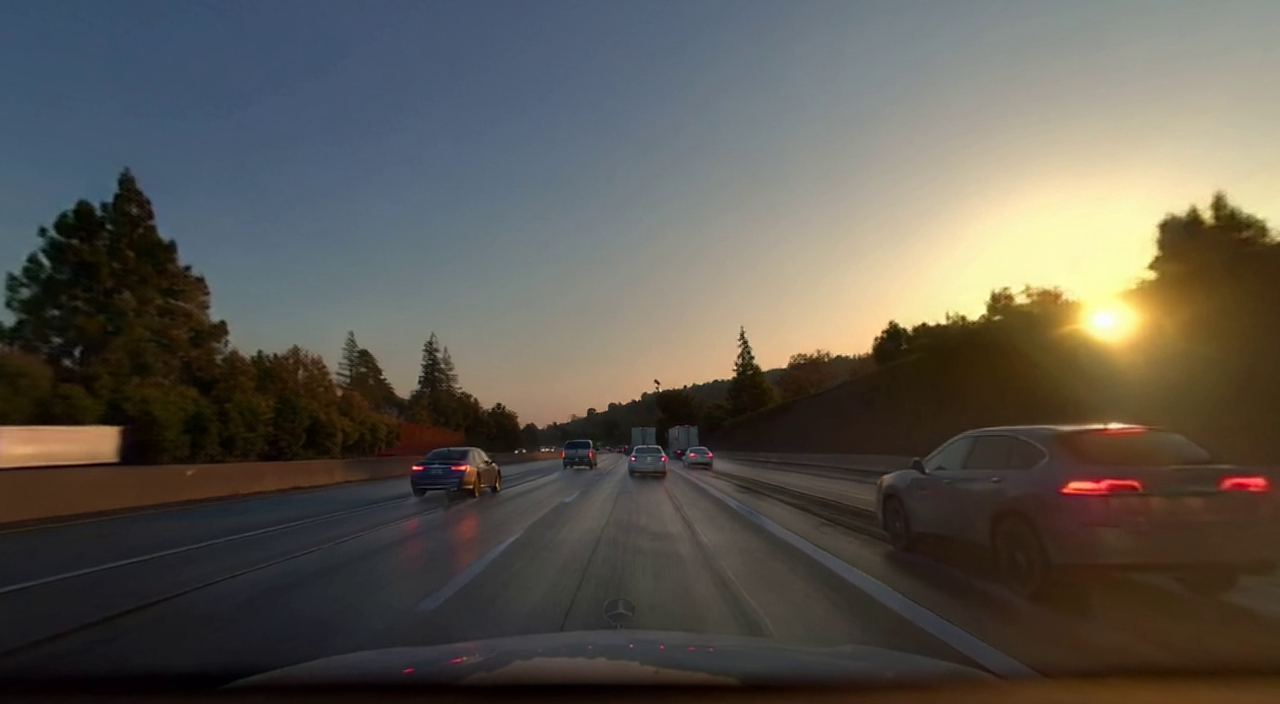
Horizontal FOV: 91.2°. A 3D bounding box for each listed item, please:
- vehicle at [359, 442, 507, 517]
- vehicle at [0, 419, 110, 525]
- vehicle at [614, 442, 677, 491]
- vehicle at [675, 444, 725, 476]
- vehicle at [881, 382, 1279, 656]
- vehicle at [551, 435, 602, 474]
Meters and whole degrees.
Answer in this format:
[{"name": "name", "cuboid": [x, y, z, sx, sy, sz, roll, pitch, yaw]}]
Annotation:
[{"name": "vehicle", "cuboid": [-4.612, 2.898, 14.776, 1.967, 1.473, 4.439, 0, -9, 0]}, {"name": "vehicle", "cuboid": [-16.446, 2.871, 14.921, 2.408, 2.483, 5.904, 0, -9, 0]}, {"name": "vehicle", "cuboid": [0.158, 4.047, 22.479, 2.015, 1.526, 4.286, 0, -9, 0]}, {"name": "vehicle", "cuboid": [2.988, 5.502, 32.034, 1.959, 1.503, 4.064, 0, -9, -3]}, {"name": "vehicle", "cuboid": [4.174, 1.325, 5.948, 2.018, 1.639, 4.149, 0, -9, -1]}, {"name": "vehicle", "cuboid": [-3.405, 5.664, 34.682, 2.230, 1.973, 4.403, -1, -9, 2]}]
